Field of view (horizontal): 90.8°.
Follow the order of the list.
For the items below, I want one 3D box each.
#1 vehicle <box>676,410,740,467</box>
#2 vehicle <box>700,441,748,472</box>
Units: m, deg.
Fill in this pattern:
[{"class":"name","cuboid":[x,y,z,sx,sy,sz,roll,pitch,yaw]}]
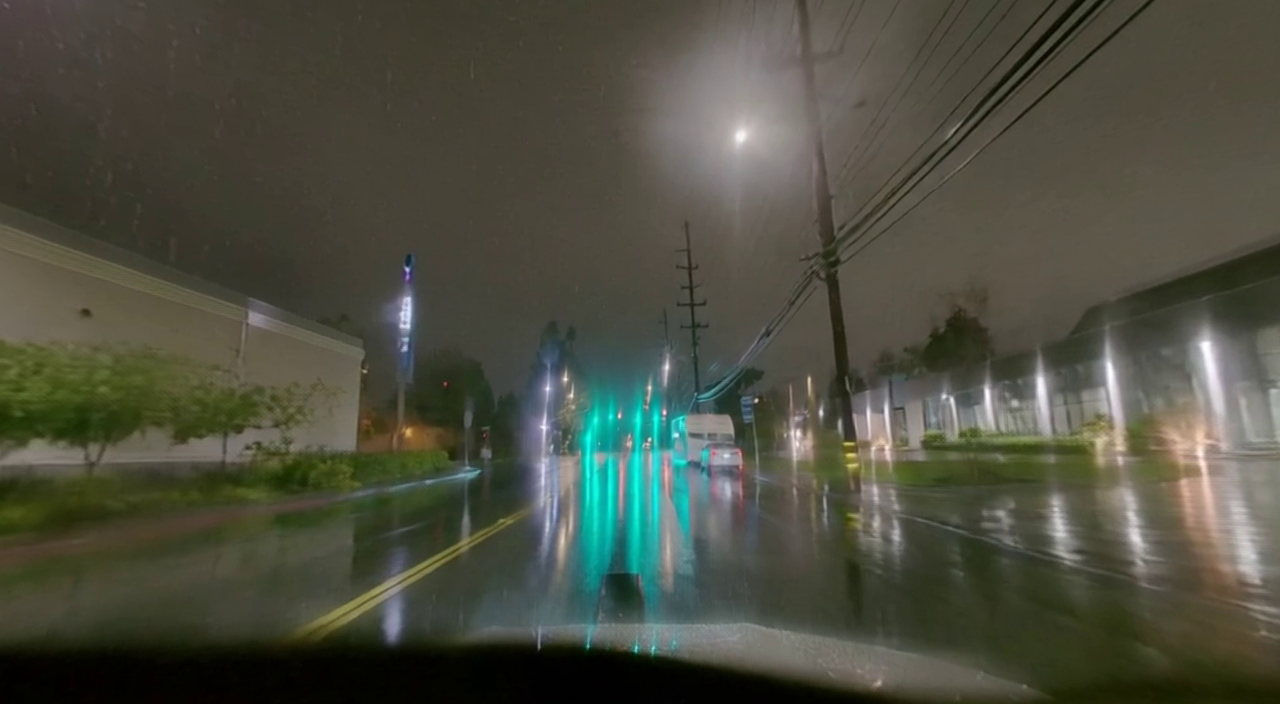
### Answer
[{"class":"vehicle","cuboid":[4.169,5.610,40.816,3.110,3.241,8.788,0,-8,0]},{"class":"vehicle","cuboid":[4.345,5.469,33.320,1.852,1.497,3.672,-2,-8,-2]}]
